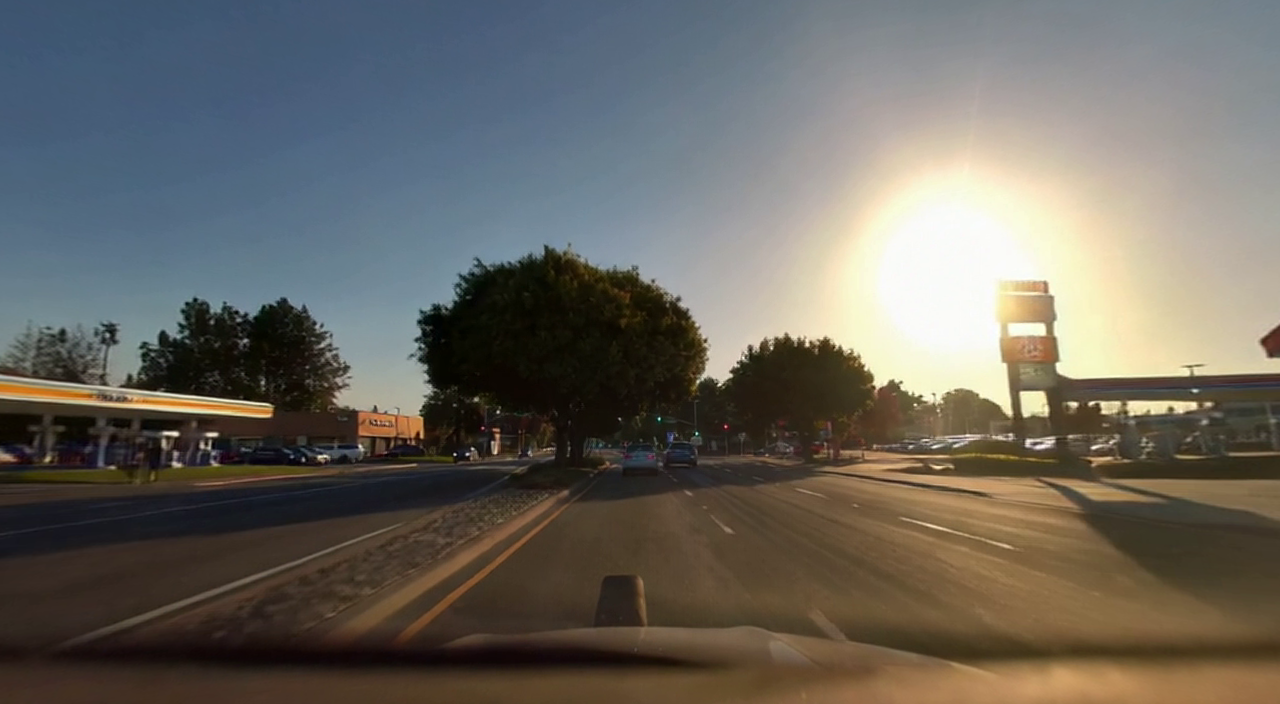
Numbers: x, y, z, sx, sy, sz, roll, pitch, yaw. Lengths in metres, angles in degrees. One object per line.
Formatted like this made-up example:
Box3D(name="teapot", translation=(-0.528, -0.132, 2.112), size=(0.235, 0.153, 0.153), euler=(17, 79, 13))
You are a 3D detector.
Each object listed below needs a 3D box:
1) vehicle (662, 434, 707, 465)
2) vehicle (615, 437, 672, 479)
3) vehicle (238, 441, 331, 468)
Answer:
Box3D(name="vehicle", translation=(3.149, 7.170, 46.316), size=(2.731, 2.101, 6.047), euler=(0, -8, -1))
Box3D(name="vehicle", translation=(0.091, 4.297, 25.801), size=(2.145, 1.572, 4.021), euler=(0, -8, -1))
Box3D(name="vehicle", translation=(-27.109, 7.871, 48.279), size=(6.027, 1.805, 2.010), euler=(3, -11, -26))
